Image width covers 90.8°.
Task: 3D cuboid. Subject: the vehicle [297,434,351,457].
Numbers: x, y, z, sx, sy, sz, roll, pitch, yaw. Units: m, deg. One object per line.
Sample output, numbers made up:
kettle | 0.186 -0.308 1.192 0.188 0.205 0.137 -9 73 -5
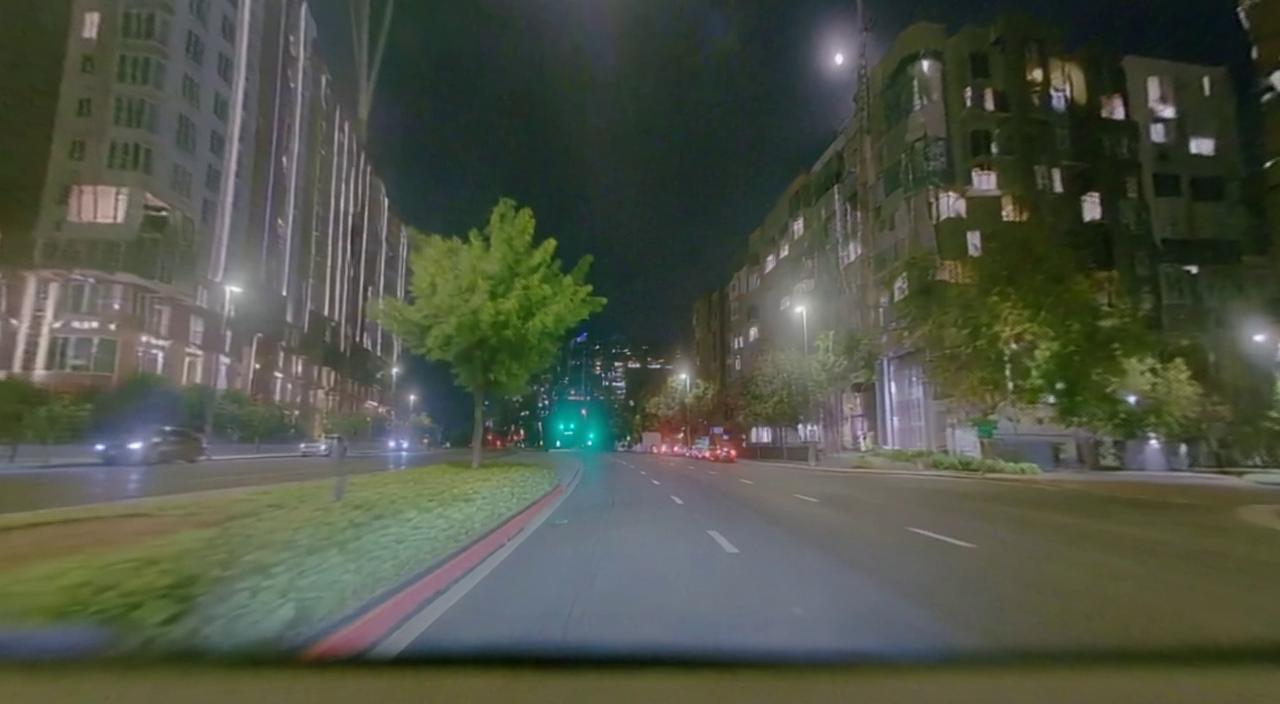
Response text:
vehicle | -20.762 6.165 41.693 1.822 1.453 4.053 1 -9 -6

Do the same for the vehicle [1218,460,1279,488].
vehicle | 35.707 6.932 36.066 4.154 1.500 1.953 3 -9 -15

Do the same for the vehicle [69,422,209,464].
vehicle | -19.219 3.544 24.564 1.828 1.445 4.613 1 -9 -3
